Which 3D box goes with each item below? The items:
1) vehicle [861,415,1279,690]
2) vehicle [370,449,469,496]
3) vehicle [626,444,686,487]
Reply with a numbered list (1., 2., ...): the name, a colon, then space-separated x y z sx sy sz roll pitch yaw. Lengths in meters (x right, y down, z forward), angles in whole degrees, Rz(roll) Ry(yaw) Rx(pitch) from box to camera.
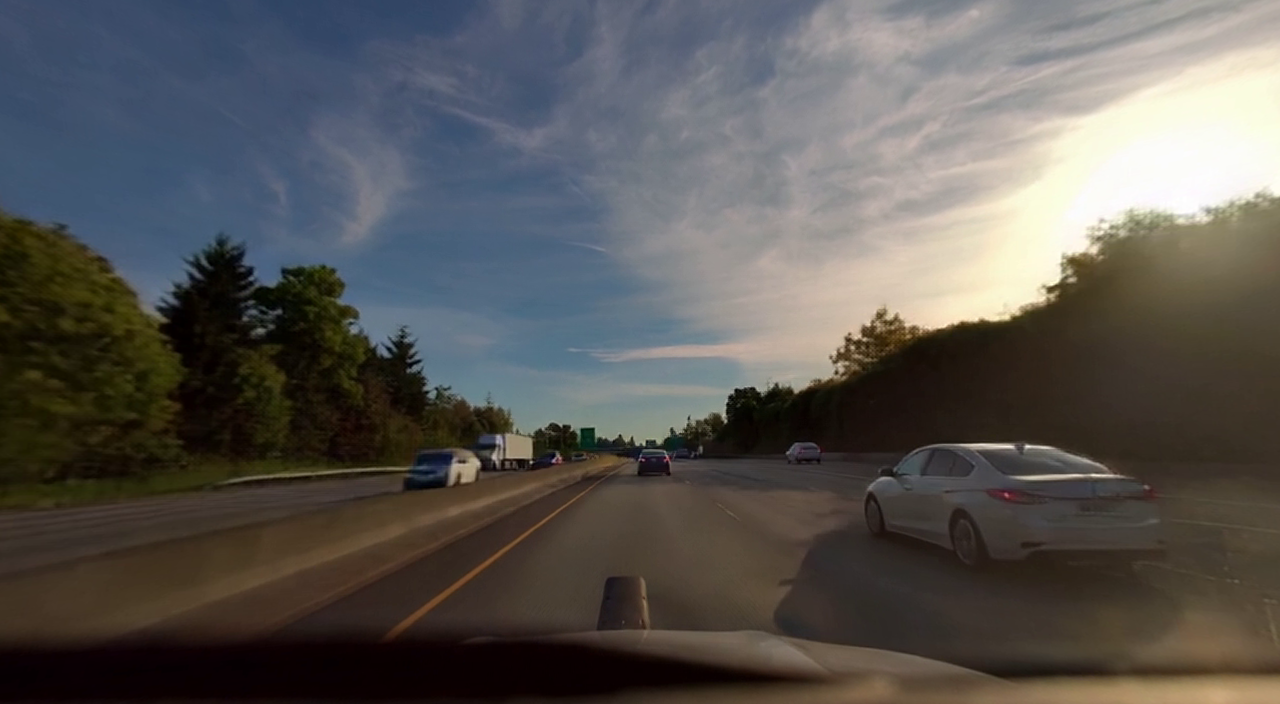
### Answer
1. vehicle: 3.793 1.424 5.640 2.029 1.475 4.279 0 -9 -1
2. vehicle: -7.798 4.287 22.806 1.922 1.501 4.532 0 -9 0
3. vehicle: 0.597 4.482 25.151 2.177 1.520 4.278 0 -9 0
